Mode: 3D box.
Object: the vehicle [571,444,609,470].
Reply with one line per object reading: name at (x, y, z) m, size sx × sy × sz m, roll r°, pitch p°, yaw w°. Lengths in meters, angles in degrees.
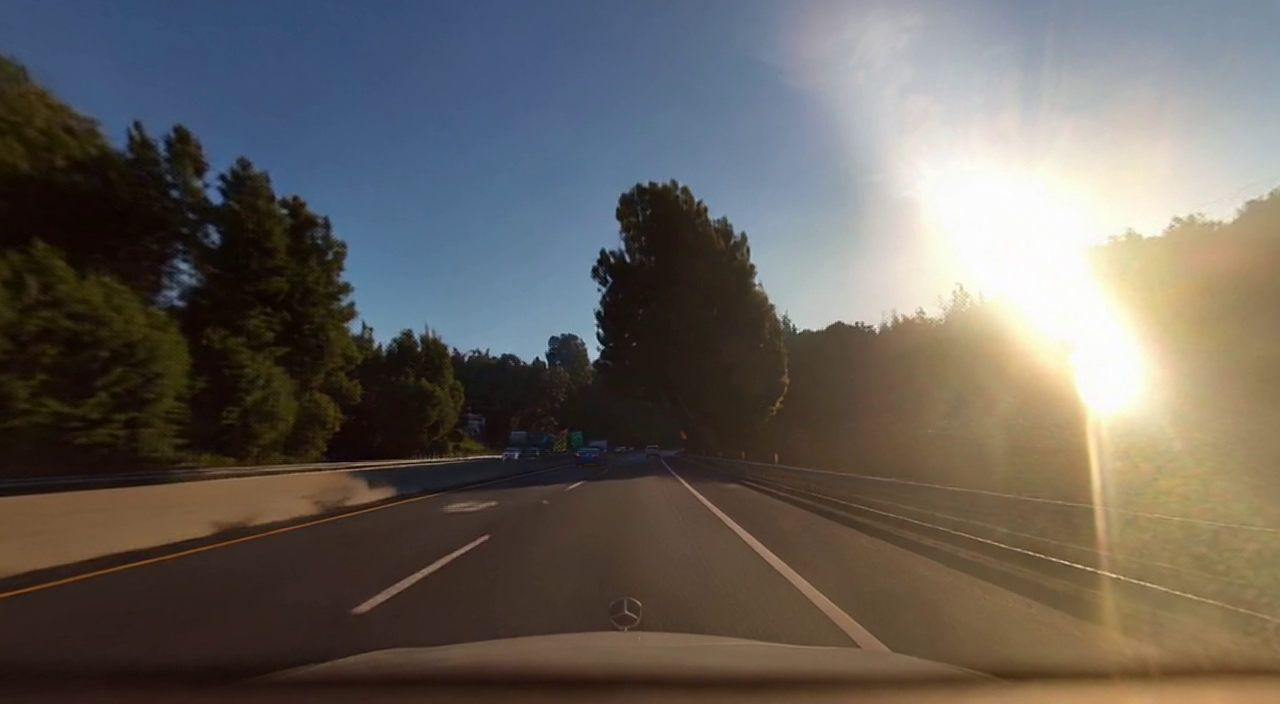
vehicle at (-3.253, 6.908, 41.704) m, size 2.088 × 1.586 × 4.000 m, roll 0°, pitch -9°, yaw 2°
